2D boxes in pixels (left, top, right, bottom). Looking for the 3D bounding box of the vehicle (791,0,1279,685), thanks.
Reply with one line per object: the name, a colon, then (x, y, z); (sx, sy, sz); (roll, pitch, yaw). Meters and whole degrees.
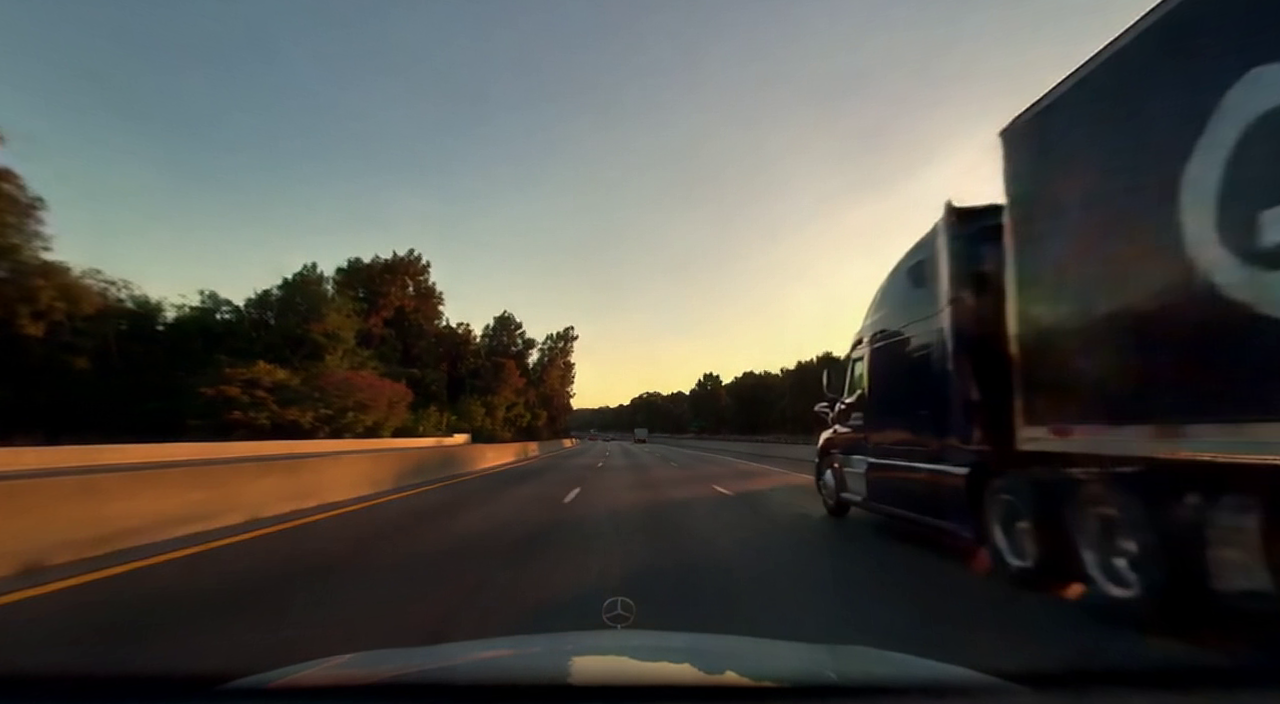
vehicle: (4.674, 0.344, 7.568); (2.985, 3.892, 9.938); (0, -8, -2)
